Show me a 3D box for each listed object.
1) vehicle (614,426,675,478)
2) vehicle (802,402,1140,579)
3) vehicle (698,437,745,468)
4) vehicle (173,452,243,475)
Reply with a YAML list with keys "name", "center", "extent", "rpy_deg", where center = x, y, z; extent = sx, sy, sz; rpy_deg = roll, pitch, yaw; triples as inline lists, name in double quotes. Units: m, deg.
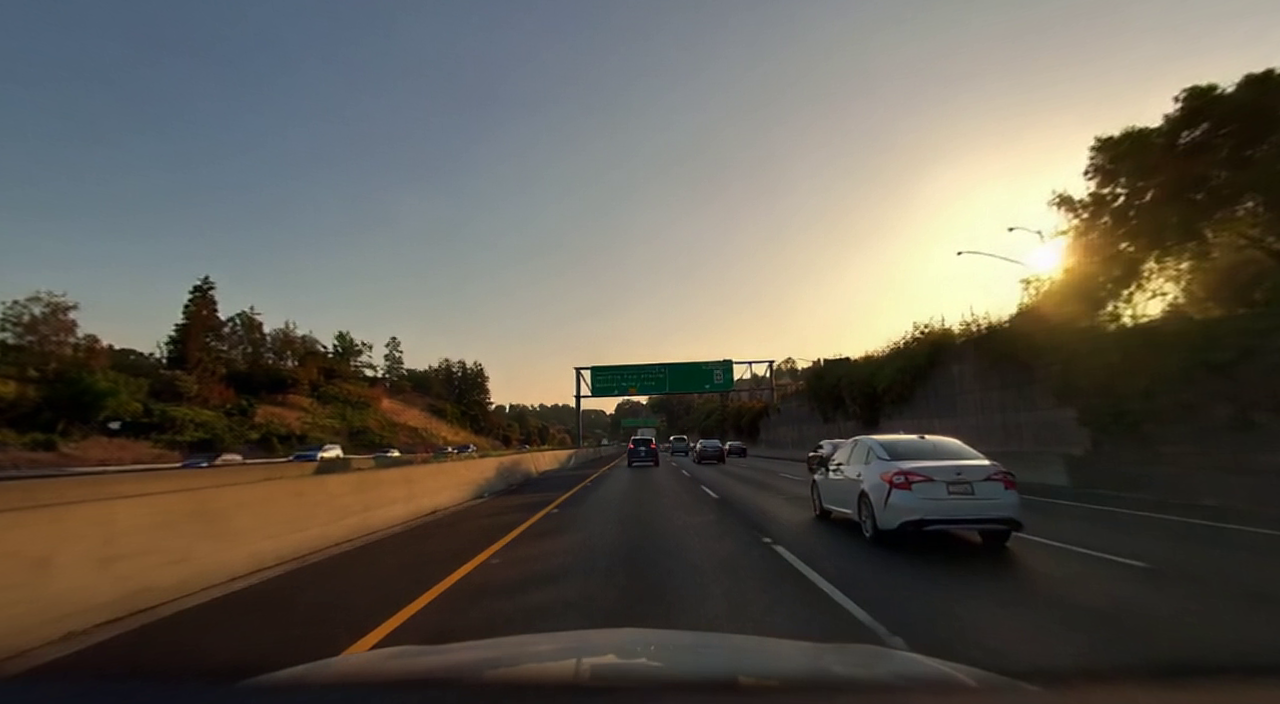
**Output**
- name: "vehicle"
  center: [0.162, 3.897, 24.856]
  extent: [2.189, 1.852, 4.038]
  rpy_deg: [0, -8, 0]
- name: "vehicle"
  center: [3.736, 1.639, 8.292]
  extent: [2.003, 1.661, 4.418]
  rpy_deg: [0, -8, 0]
- name: "vehicle"
  center: [4.201, 5.245, 33.017]
  extent: [1.825, 1.487, 4.034]
  rpy_deg: [0, -8, -1]
- name: "vehicle"
  center: [-31.055, 7.995, 45.508]
  extent: [1.827, 1.460, 4.552]
  rpy_deg: [0, -8, 0]
